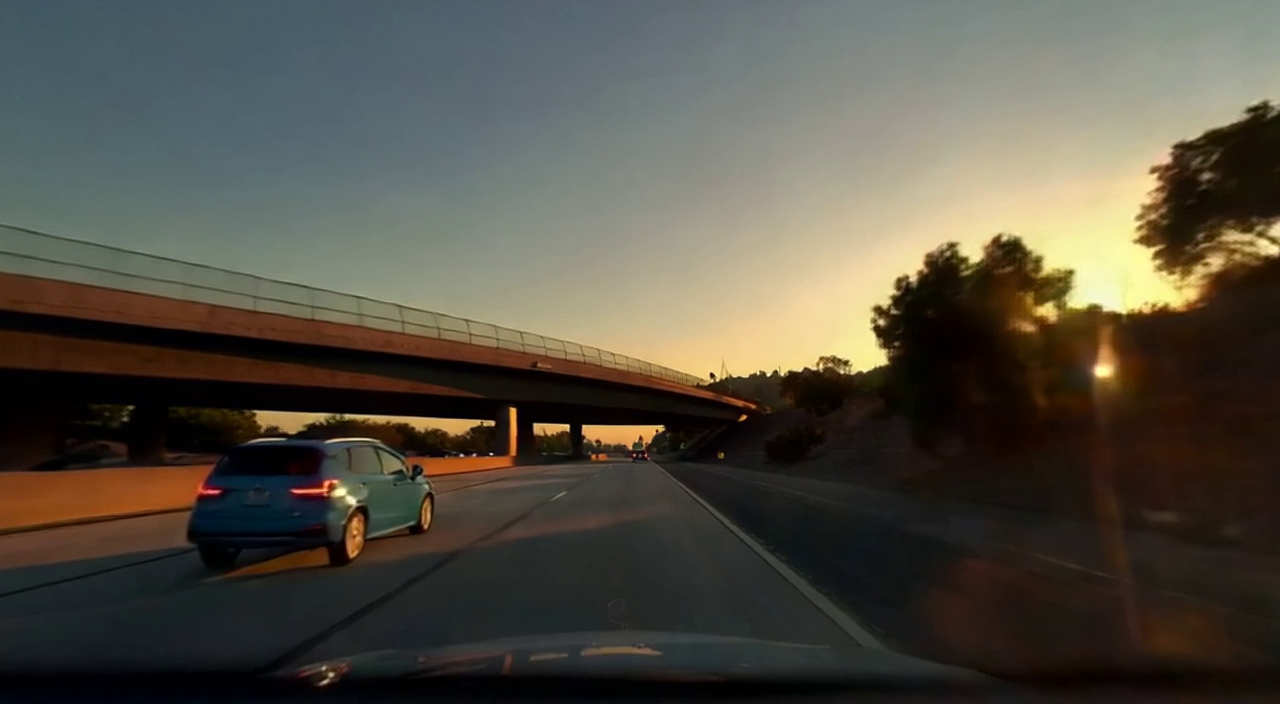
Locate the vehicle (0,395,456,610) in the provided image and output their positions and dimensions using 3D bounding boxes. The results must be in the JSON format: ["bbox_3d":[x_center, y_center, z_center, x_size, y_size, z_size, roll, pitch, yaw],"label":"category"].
[{"bbox_3d":[-4.193,1.623,7.803,2.272,1.759,5.058,0,-9,0],"label":"vehicle"}]
